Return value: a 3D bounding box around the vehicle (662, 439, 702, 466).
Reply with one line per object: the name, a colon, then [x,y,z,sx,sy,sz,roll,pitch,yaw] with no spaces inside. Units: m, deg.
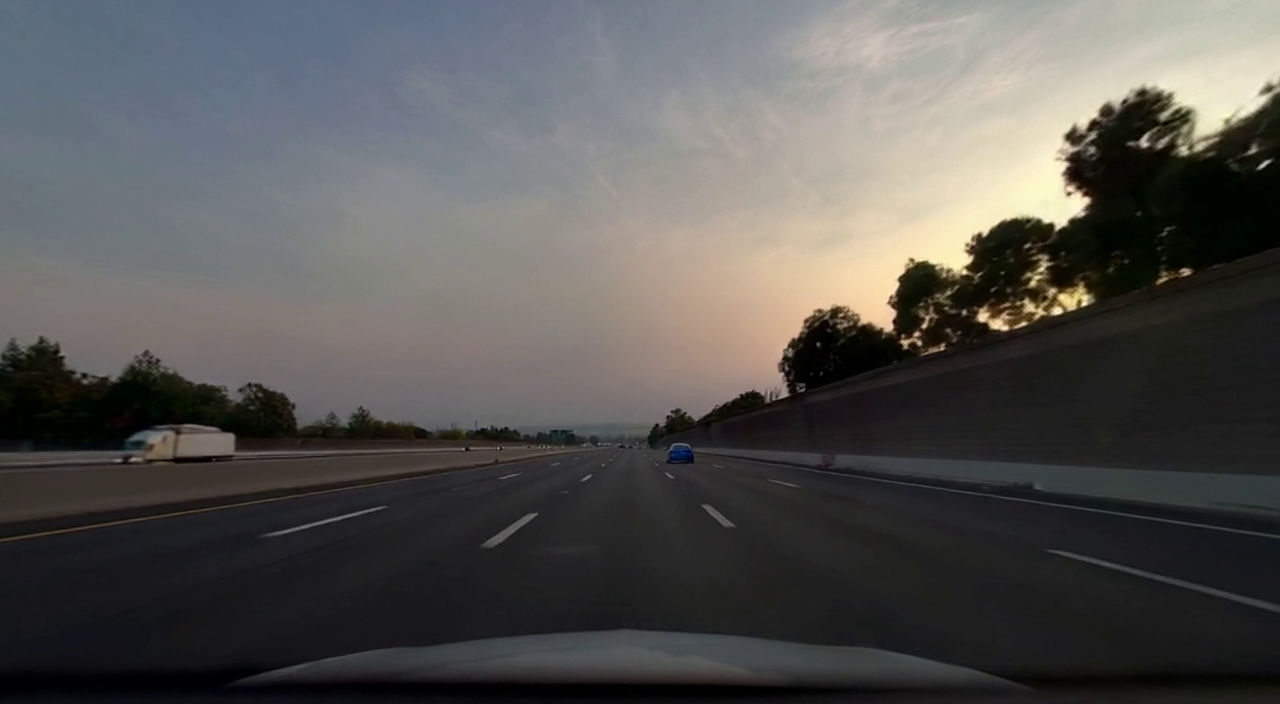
vehicle: [2.707,6.546,41.283,2.270,1.615,3.770,0,-8,-1]
